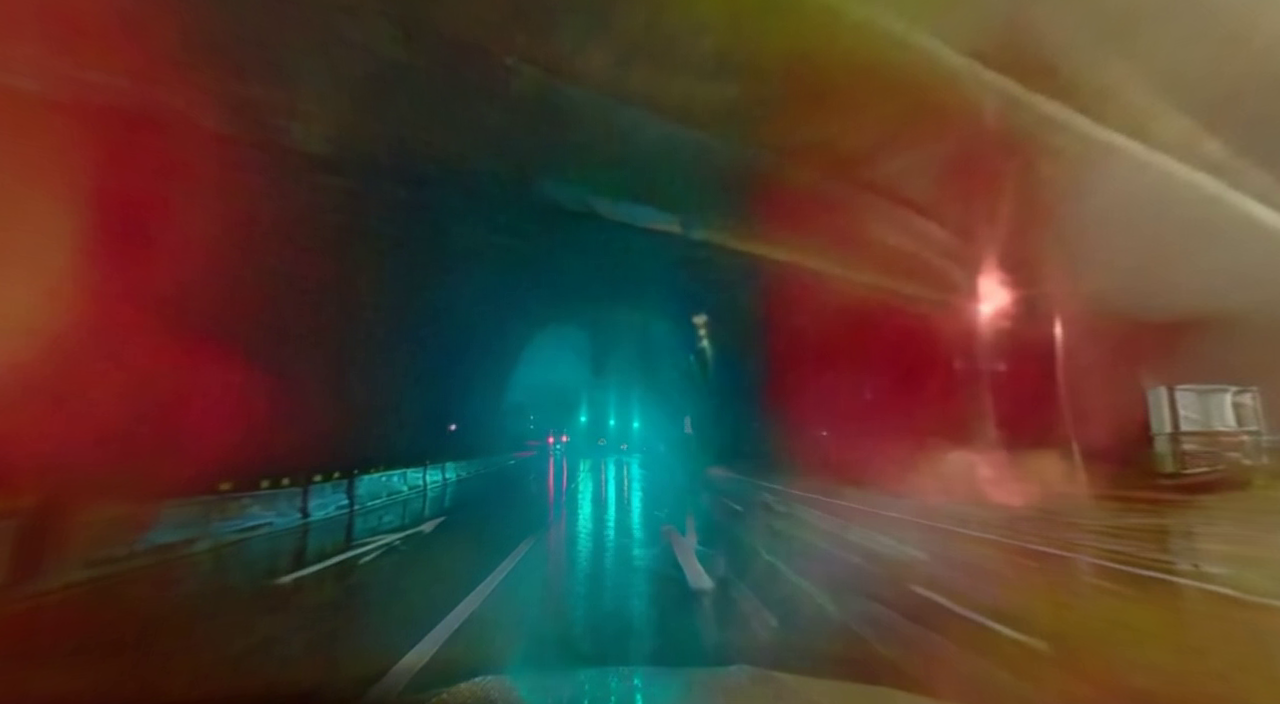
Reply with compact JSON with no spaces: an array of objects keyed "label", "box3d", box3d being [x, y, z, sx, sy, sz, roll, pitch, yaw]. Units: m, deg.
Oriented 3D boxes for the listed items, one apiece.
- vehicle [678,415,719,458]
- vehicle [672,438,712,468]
[{"label":"vehicle","box3d":[4.296,6.467,47.900,2.625,2.975,8.237,0,-8,2]},{"label":"vehicle","box3d":[2.722,5.240,32.925,1.947,1.475,3.962,-1,-8,5]}]
